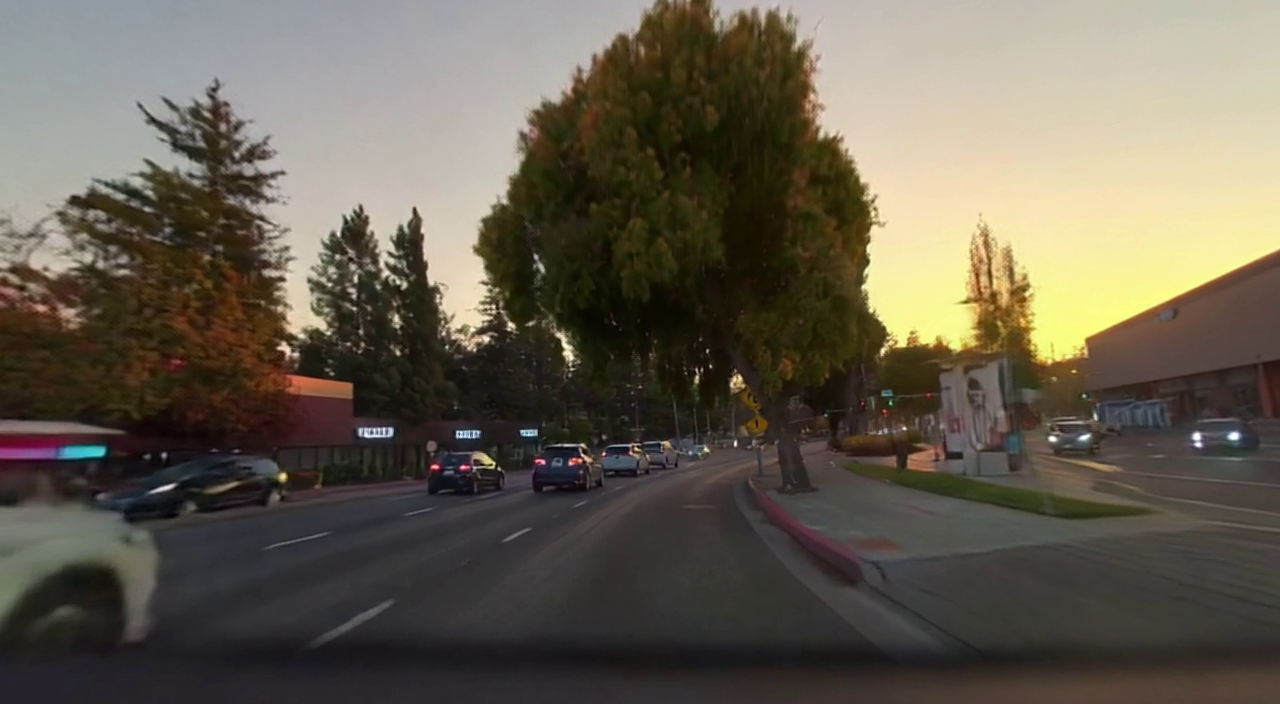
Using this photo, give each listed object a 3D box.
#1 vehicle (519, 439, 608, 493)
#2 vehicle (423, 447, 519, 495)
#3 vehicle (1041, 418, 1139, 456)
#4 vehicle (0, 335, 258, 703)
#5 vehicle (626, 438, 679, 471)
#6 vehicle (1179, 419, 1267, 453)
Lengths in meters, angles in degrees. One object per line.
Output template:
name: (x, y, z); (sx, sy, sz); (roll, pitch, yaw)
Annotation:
vehicle: (-2.505, 3.898, 21.926); (2.002, 1.664, 4.113); (-1, -9, 9)
vehicle: (-6.068, 4.304, 23.259); (1.974, 1.558, 3.949); (-1, -9, 8)
vehicle: (23.162, 4.404, 32.479); (4.982, 1.789, 2.303); (6, -10, -33)
vehicle: (-3.691, 0.738, 1.819); (2.168, 1.783, 4.695); (-1, -9, 1)
vehicle: (0.812, 6.083, 37.669); (2.167, 1.832, 4.679); (-2, -9, 14)
vehicle: (26.473, 3.851, 28.667); (4.106, 1.450, 1.901); (6, -10, -34)
